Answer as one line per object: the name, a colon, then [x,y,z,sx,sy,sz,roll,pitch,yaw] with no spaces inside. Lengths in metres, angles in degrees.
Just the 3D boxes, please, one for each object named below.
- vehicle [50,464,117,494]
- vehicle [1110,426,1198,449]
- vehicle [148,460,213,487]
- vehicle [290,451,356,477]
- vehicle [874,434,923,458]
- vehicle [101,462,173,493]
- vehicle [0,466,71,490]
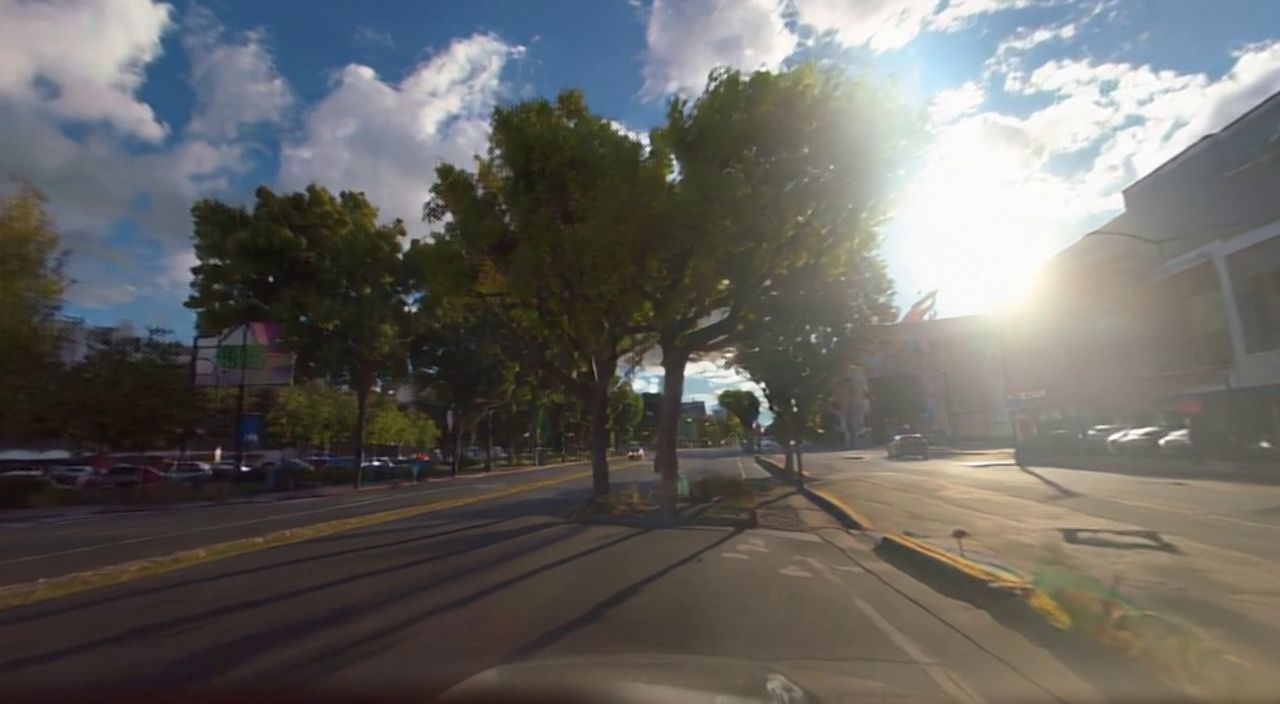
vehicle: [-31.297,7.074,35.505,4.157,1.458,2.130,-7,-11,40]
vehicle: [32.799,5.512,40.426,3.839,1.386,1.816,-2,-9,12]
vehicle: [-30.201,7.936,41.461,4.416,1.541,2.102,-6,-11,36]
vehicle: [-23.336,8.190,46.458,5.483,1.719,2.112,-7,-11,38]
vehicle: [18.715,6.858,45.918,2.100,1.638,4.545,-1,-9,7]
vehicle: [-30.016,7.414,37.618,5.124,1.541,2.121,-7,-11,38]
vehicle: [-40.062,8.133,40.874,4.317,1.418,1.734,2,-9,-17]
